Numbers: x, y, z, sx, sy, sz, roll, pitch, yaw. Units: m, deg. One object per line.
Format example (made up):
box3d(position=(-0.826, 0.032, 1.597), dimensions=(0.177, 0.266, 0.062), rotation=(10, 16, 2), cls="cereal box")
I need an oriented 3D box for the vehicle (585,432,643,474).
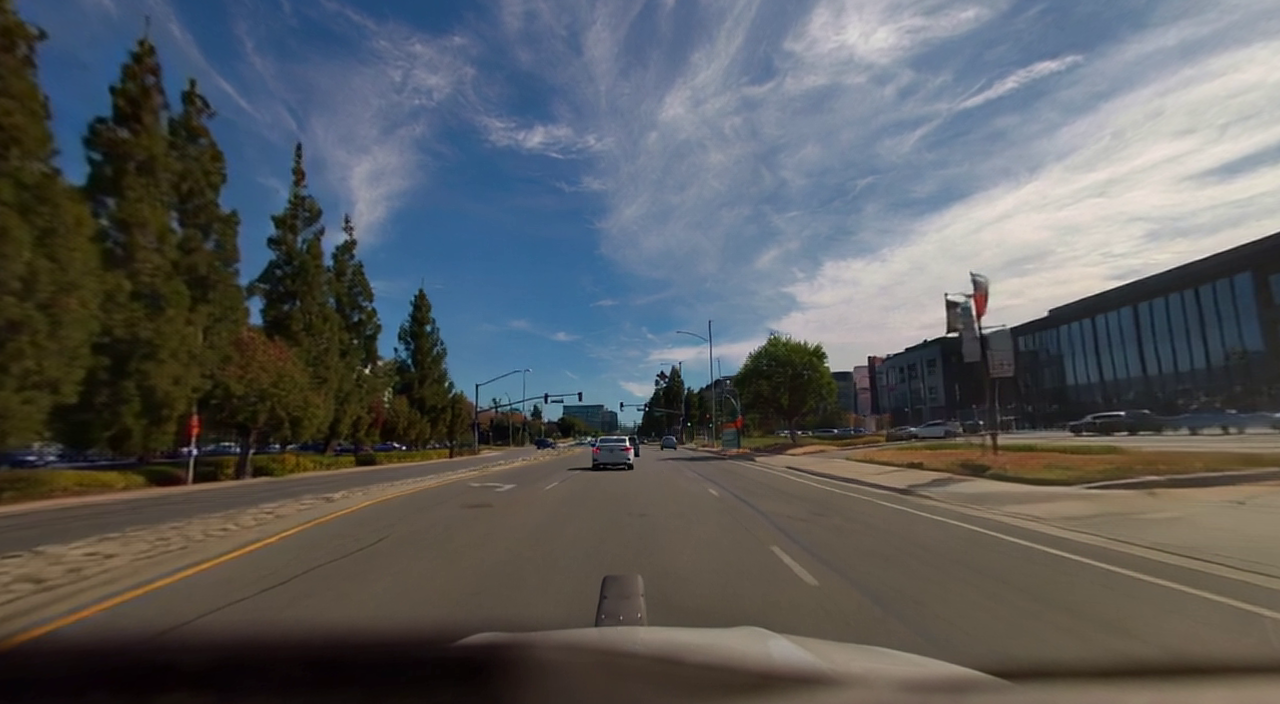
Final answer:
box3d(position=(-0.943, 3.863, 24.420), dimensions=(2.075, 1.470, 3.962), rotation=(0, -8, 0), cls="vehicle")
